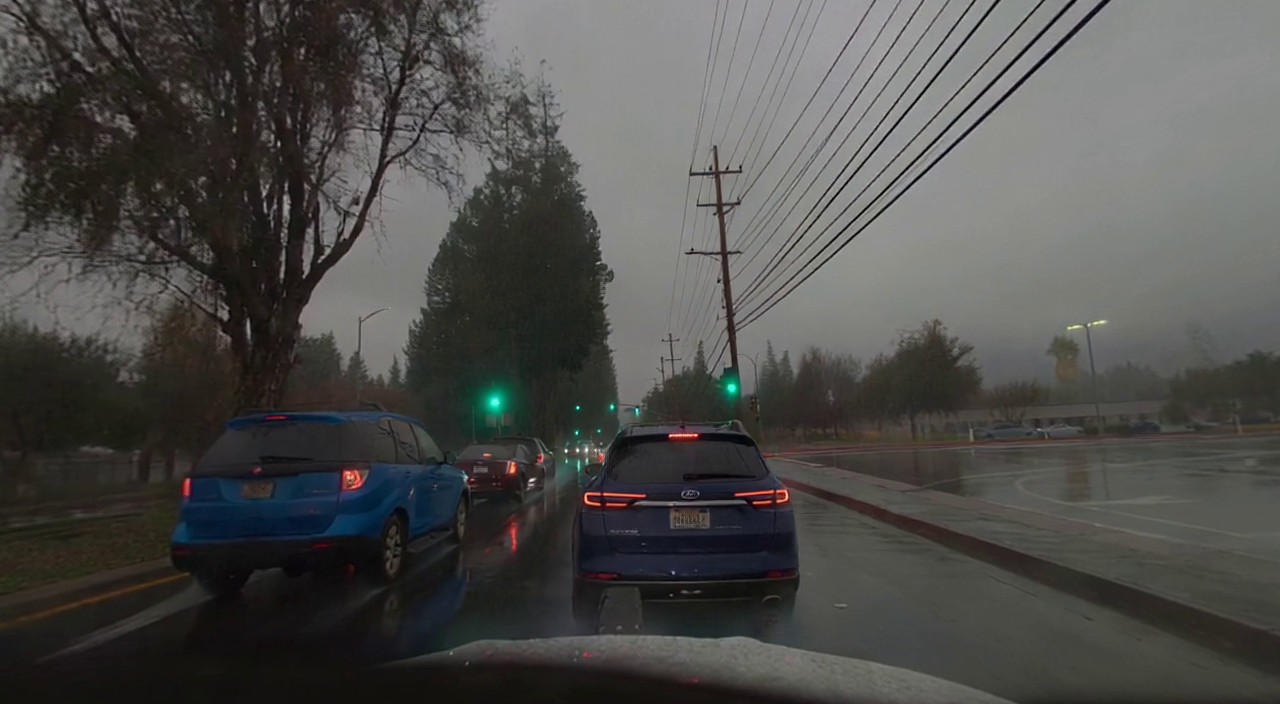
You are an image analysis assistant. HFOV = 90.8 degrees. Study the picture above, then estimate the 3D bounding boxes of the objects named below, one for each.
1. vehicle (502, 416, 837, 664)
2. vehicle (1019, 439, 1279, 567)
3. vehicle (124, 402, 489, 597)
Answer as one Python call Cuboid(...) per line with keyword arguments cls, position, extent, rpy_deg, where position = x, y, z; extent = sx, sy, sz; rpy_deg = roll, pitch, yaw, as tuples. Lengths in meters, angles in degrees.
Cuboid(cls="vehicle", position=(0.116, 1.450, 5.946), extent=(2.056, 1.487, 4.003), rpy_deg=(0, -9, -2))
Cuboid(cls="vehicle", position=(8.388, 2.160, 9.925), extent=(1.993, 1.508, 4.521), rpy_deg=(0, -9, -1))
Cuboid(cls="vehicle", position=(-3.470, 1.628, 7.812), extent=(2.105, 1.706, 4.337), rpy_deg=(0, -9, 0))
